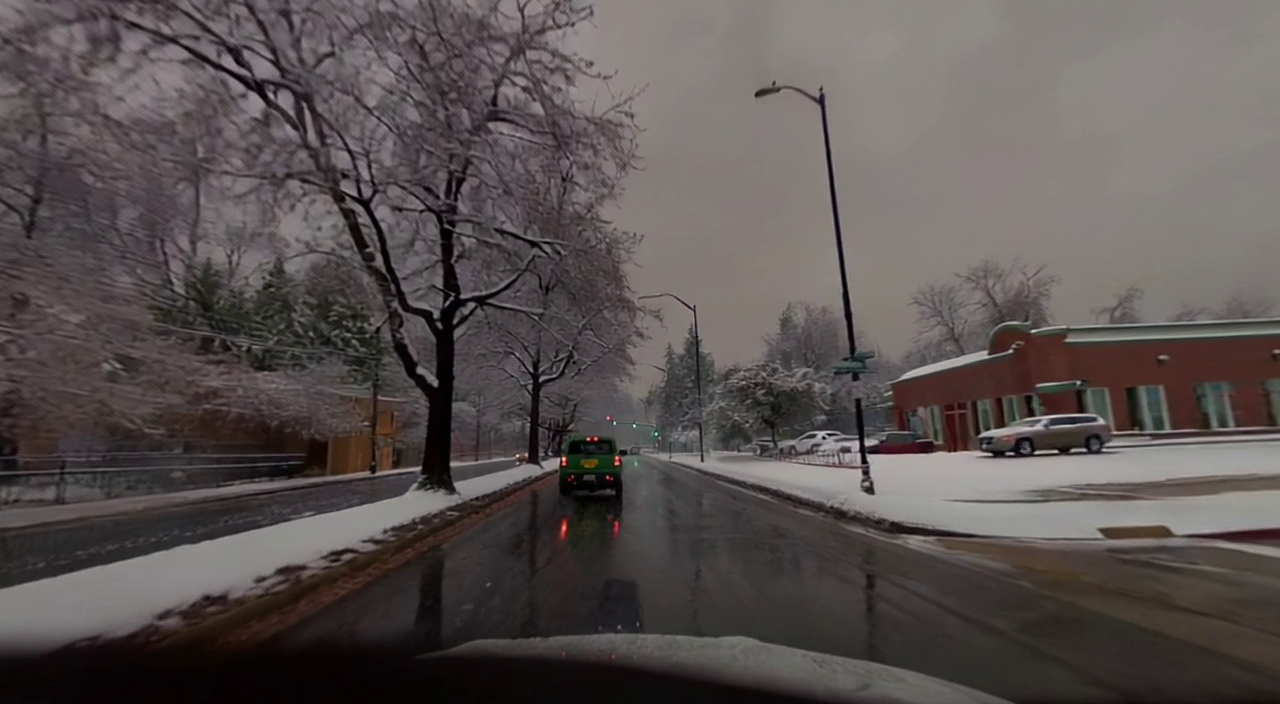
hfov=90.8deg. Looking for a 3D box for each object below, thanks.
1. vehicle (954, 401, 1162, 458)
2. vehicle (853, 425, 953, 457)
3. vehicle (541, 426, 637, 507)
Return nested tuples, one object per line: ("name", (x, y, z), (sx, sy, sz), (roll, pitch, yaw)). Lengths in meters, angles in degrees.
("vehicle", (12.717, 2.426, 19.489), (4.788, 1.625, 2.319), (0, -9, -3))
("vehicle", (12.444, 4.241, 30.040), (3.895, 1.451, 1.830), (0, -9, -4))
("vehicle", (-1.251, 3.037, 17.297), (2.157, 1.816, 5.804), (0, -8, -2))
